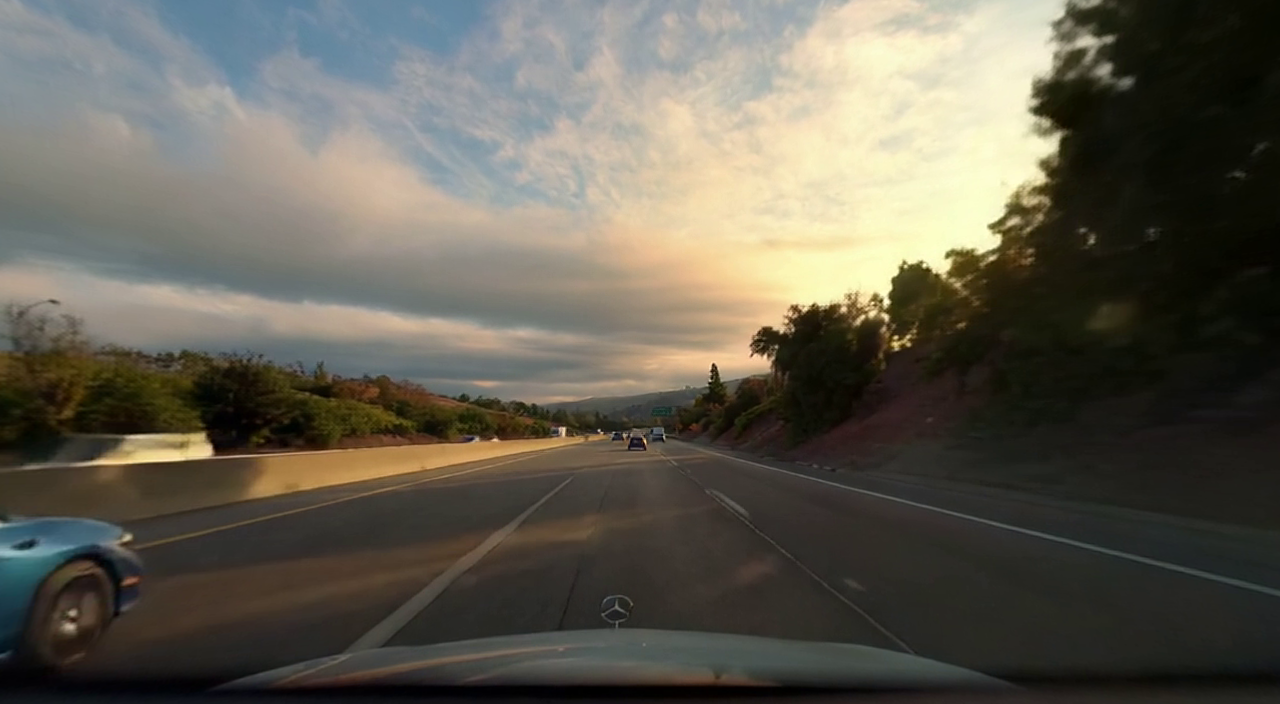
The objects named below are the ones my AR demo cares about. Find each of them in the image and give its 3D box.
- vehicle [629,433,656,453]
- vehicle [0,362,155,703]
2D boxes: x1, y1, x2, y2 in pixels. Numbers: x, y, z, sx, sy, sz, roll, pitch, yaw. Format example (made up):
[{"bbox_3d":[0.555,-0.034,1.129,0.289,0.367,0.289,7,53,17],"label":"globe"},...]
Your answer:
[{"bbox_3d":[0.159,6.864,47.767,1.911,1.449,3.776,0,-7,-2],"label":"vehicle"},{"bbox_3d":[-4.060,0.707,1.688,2.064,1.647,4.381,0,-8,-1],"label":"vehicle"}]
